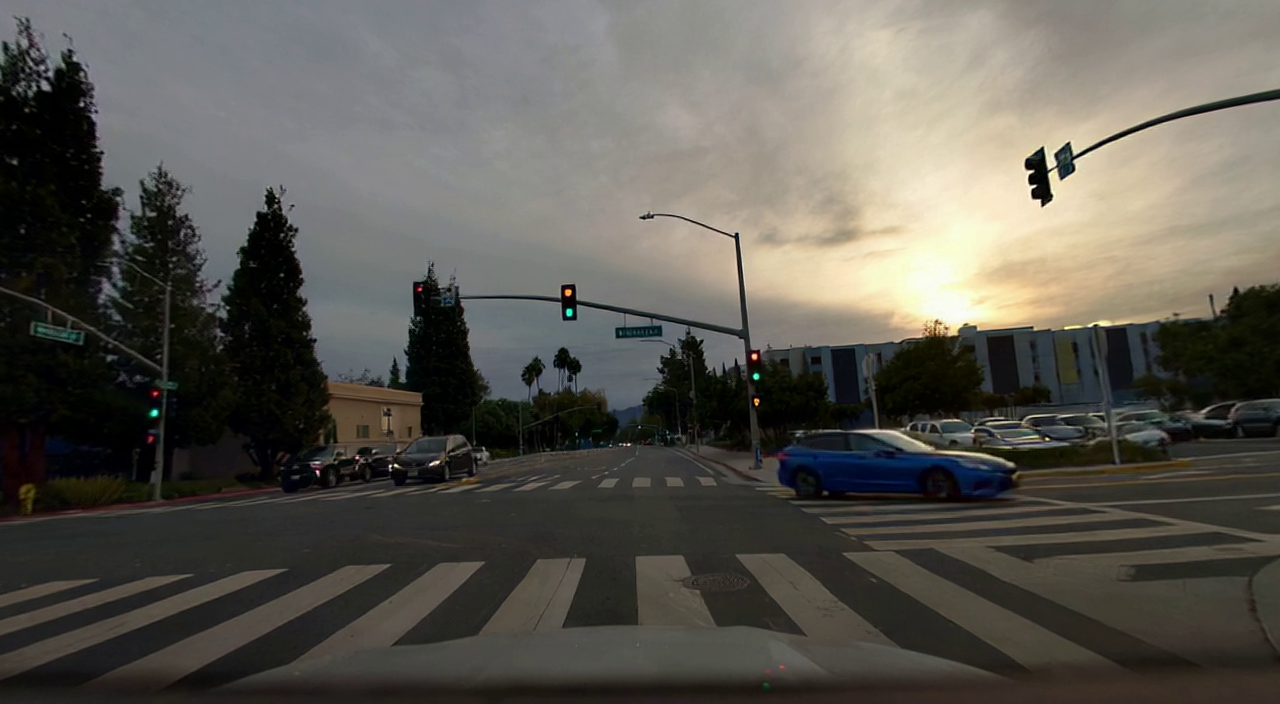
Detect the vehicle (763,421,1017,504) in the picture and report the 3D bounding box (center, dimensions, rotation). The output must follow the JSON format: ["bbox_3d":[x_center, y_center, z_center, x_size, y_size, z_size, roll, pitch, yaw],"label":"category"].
[{"bbox_3d":[5.156,2.276,13.288,4.592,1.470,2.071,-5,-10,28],"label":"vehicle"}]

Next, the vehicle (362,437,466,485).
[{"bbox_3d":[-10.142,4.931,28.999,2.664,1.940,5.702,0,-9,0],"label":"vehicle"}]

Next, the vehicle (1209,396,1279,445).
[{"bbox_3d":[25.862,2.977,26.644,2.098,1.857,4.861,-6,-11,35],"label":"vehicle"}]

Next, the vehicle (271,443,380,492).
[{"bbox_3d":[-13.770,5.062,28.073,2.306,1.957,4.968,0,-9,-1],"label":"vehicle"}]

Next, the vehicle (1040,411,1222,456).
[{"bbox_3d":[16.943,2.903,22.114,4.560,1.453,1.851,-3,-9,18],"label":"vehicle"}]
